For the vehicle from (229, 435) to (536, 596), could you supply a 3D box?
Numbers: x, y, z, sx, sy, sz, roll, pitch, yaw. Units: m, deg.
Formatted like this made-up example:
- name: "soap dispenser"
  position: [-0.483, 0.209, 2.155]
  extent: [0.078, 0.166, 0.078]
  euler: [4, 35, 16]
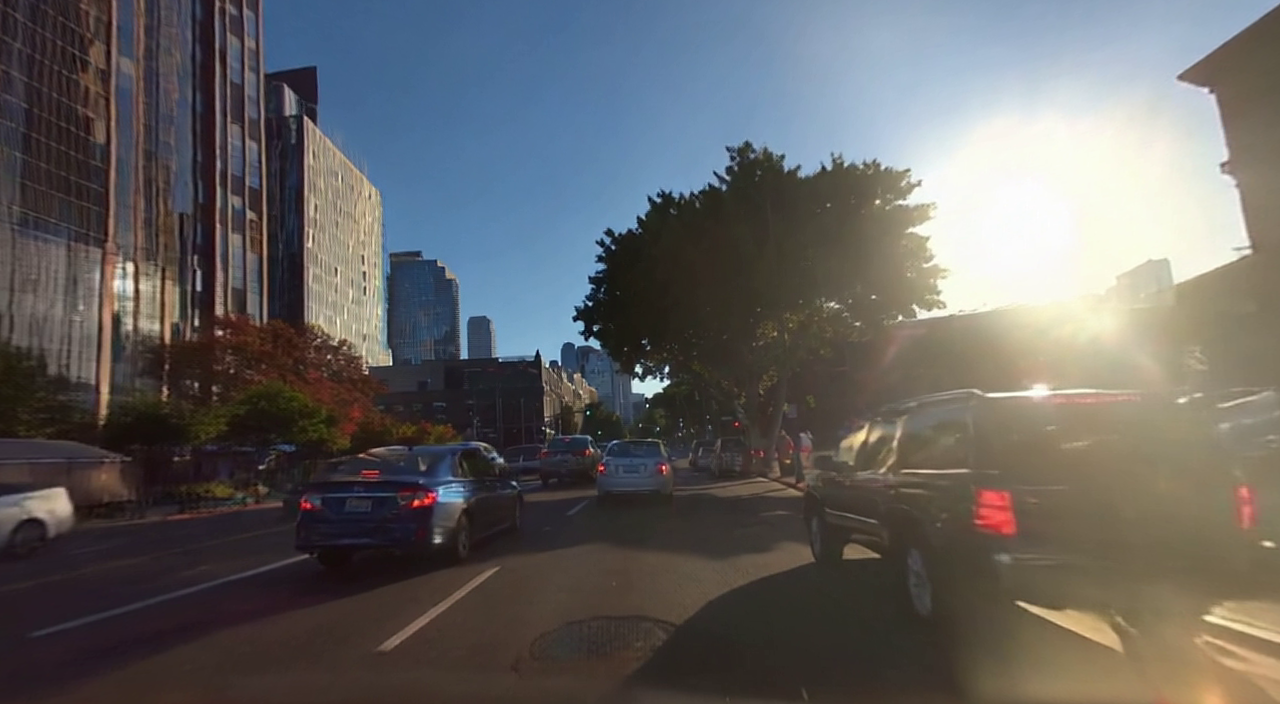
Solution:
- name: "vehicle"
  position: [-2.788, 1.838, 8.162]
  extent: [1.940, 1.481, 4.376]
  euler: [0, -8, 3]

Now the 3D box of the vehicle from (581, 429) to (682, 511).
- name: "vehicle"
  position: [-0.091, 2.700, 14.983]
  extent: [2.076, 1.667, 3.948]
  euler: [0, -8, 2]

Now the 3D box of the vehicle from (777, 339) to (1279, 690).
- name: "vehicle"
  position: [2.989, 1.225, 5.987]
  extent: [2.352, 1.953, 4.798]
  euler: [0, -8, 1]

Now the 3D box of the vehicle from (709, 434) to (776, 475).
- name: "vehicle"
  position: [3.967, 4.006, 25.116]
  extent: [2.065, 1.461, 4.181]
  euler: [0, -7, 1]
